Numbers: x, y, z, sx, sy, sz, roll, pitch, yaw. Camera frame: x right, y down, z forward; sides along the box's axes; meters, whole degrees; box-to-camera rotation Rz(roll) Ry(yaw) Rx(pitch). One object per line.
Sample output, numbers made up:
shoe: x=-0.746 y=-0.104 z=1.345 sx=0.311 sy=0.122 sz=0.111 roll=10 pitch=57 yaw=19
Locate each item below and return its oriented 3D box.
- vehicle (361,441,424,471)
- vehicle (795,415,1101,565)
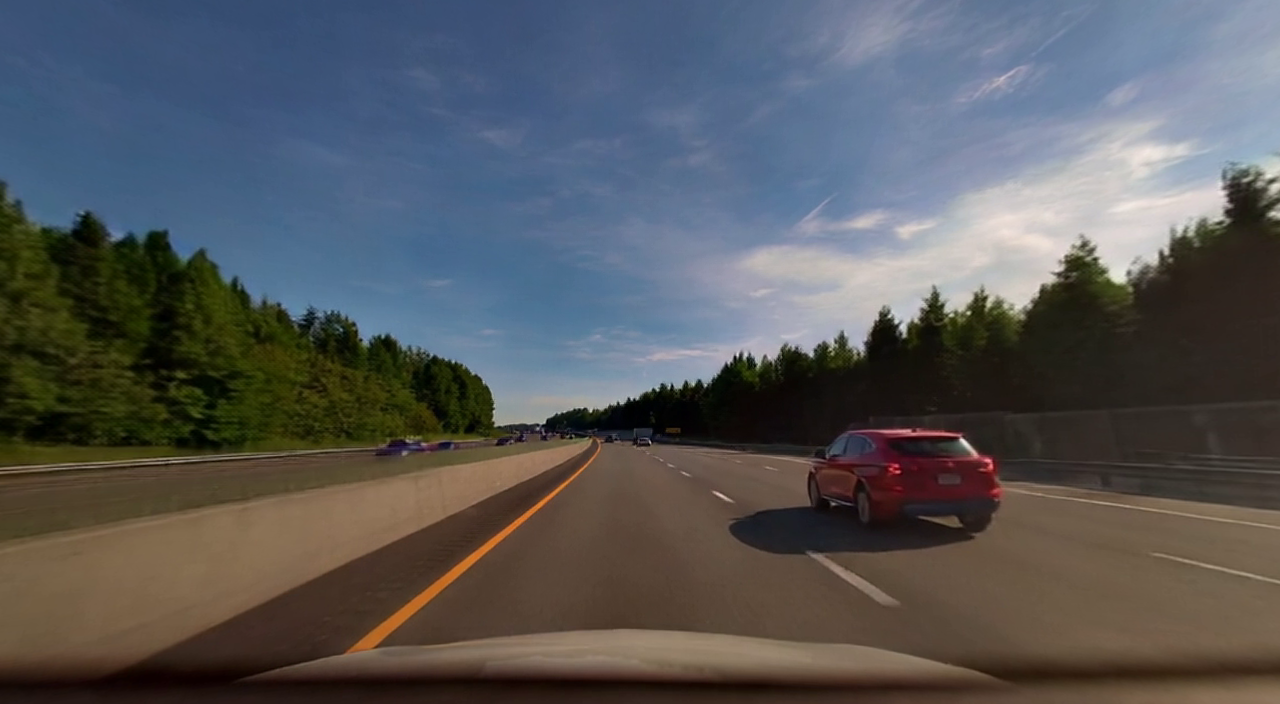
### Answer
vehicle: x=-13.336 y=5.597 z=34.240 sx=1.824 sy=1.459 sz=4.072 roll=0 pitch=-8 yaw=-1
vehicle: x=3.694 y=1.703 z=8.630 sx=1.958 sy=1.526 sz=4.227 roll=0 pitch=-8 yaw=-2
